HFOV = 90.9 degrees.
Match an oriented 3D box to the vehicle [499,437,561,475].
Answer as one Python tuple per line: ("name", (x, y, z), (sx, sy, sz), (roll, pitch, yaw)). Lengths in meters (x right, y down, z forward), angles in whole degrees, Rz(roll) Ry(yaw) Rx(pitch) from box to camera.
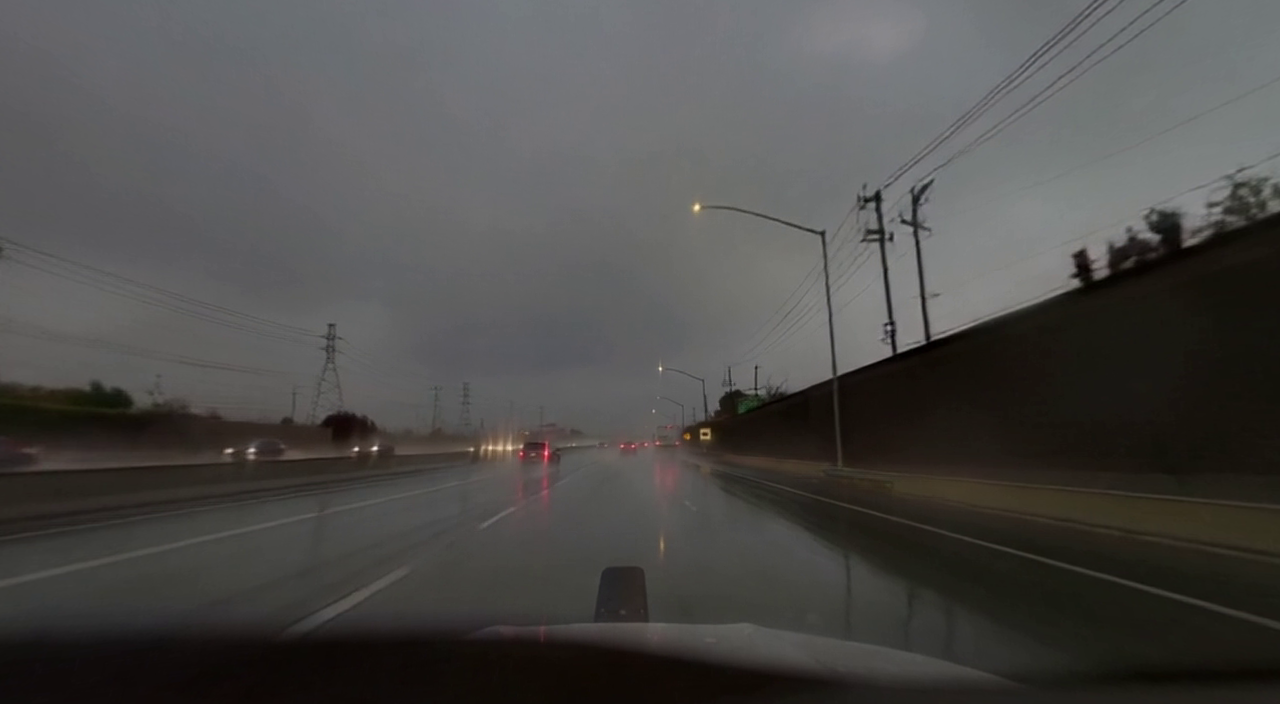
("vehicle", (-5.066, 4.852, 29.668), (2.064, 1.642, 4.389), (0, -8, 0))

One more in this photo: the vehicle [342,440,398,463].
("vehicle", (-20.194, 7.444, 47.343), (2.079, 1.662, 4.800), (0, -8, 0))

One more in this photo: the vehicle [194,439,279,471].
("vehicle", (-23.151, 5.899, 36.393), (1.911, 1.678, 4.509), (0, -8, -1))
